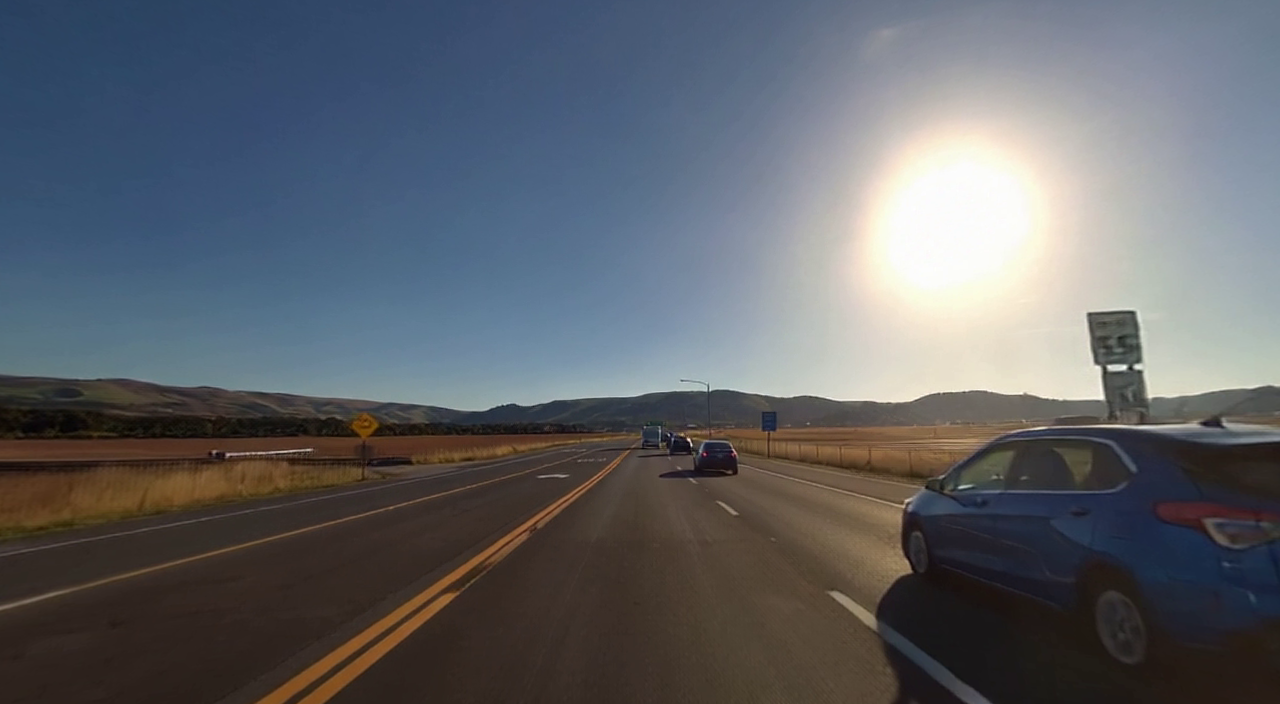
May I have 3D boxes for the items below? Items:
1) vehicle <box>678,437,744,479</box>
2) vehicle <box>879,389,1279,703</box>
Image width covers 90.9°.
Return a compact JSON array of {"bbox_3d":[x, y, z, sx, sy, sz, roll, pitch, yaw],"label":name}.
[{"bbox_3d":[2.732,4.199,25.246,2.026,1.531,4.273,0,-8,-2],"label":"vehicle"},{"bbox_3d":[3.532,1.210,4.597,2.007,1.534,3.976,0,-8,0],"label":"vehicle"}]
